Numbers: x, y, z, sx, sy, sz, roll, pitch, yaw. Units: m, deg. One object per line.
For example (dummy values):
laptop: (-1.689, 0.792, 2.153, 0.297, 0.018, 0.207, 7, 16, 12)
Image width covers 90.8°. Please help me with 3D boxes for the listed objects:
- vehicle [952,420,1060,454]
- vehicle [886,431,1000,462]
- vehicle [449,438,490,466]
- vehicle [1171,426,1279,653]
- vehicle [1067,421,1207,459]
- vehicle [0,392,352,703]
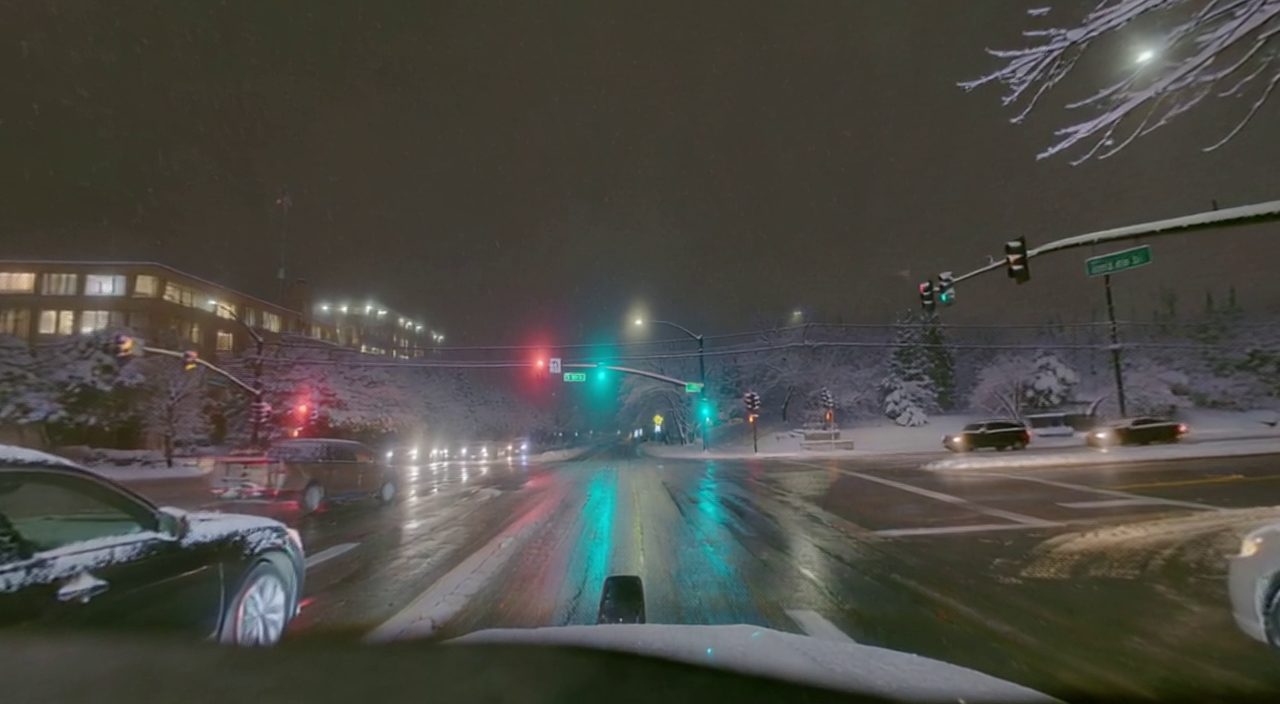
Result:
vehicle: (20.147, 4.711, 34.934, 4.611, 1.797, 2.096, 0, -8, -2)
vehicle: (15.073, 4.726, 31.597, 4.660, 1.495, 2.007, 0, -8, -2)
vehicle: (-12.809, 7.481, 47.594, 2.051, 1.715, 4.346, -2, -6, -2)
vehicle: (4.962, 0.988, 2.561, 1.949, 1.449, 4.530, -1, -8, 5)
vehicle: (20.254, 3.608, 25.860, 4.181, 1.483, 1.831, 0, -8, -3)
vehicle: (-3.070, 0.916, 2.300, 1.919, 1.478, 4.720, 0, -8, -1)
